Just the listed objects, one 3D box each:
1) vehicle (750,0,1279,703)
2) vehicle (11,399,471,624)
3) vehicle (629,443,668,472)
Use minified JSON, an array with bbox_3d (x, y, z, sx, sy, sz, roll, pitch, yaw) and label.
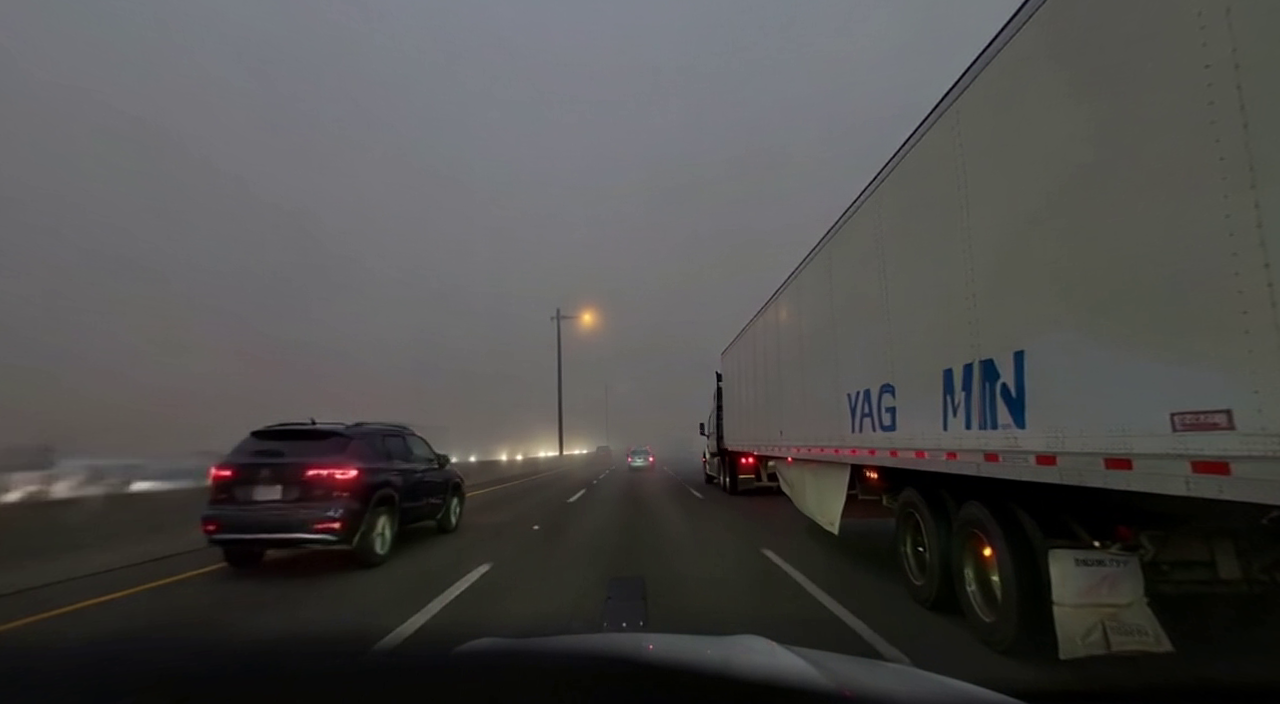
[{"bbox_3d":[3.881,0.383,7.792,2.821,4.077,12.562,0,-9,0],"label":"vehicle"},{"bbox_3d":[-3.770,1.610,7.433,2.091,1.722,4.974,0,-9,1],"label":"vehicle"},{"bbox_3d":[0.439,5.867,35.256,2.063,1.469,4.208,0,-9,0],"label":"vehicle"}]
